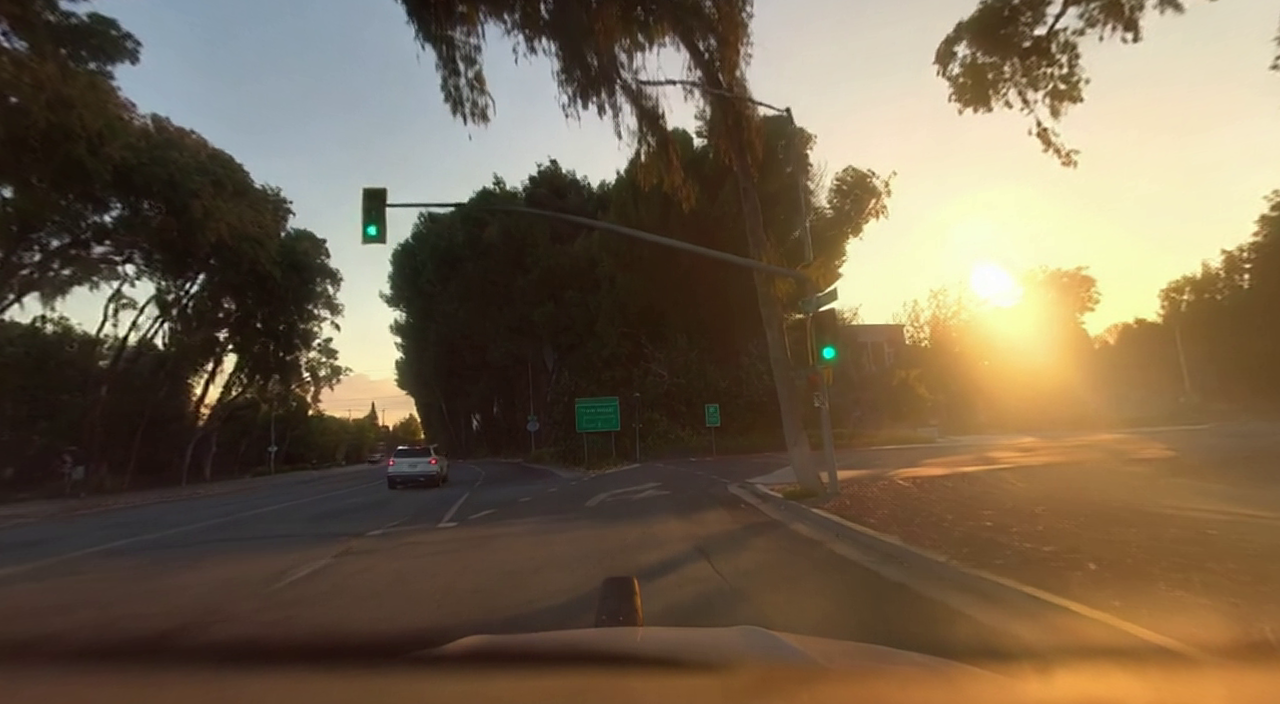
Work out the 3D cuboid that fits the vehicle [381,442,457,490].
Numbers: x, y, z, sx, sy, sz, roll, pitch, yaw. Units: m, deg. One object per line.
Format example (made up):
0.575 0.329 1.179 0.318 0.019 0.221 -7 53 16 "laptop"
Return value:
-8.588 4.430 25.020 2.134 1.707 4.471 1 -8 -10 "vehicle"
